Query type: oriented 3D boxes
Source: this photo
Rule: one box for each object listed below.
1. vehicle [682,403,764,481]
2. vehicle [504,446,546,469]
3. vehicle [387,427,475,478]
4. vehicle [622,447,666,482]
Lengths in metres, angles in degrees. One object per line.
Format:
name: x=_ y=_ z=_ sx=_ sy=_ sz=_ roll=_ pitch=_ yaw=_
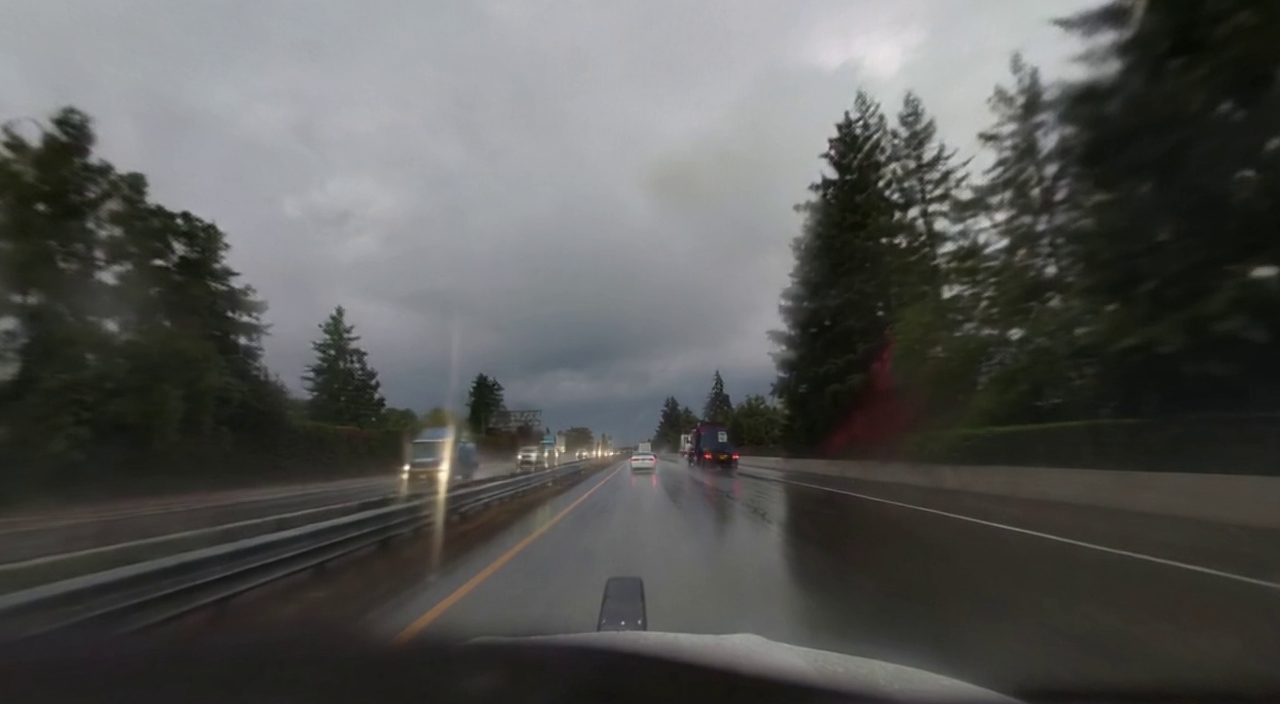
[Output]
vehicle: x=4.340 y=5.223 z=36.061 sx=2.885 sy=3.679 sz=12.102 roll=0 pitch=-9 yaw=-1
vehicle: x=-7.943 y=7.365 z=43.980 sx=2.039 sy=1.492 sz=4.464 roll=-1 pitch=-9 yaw=1
vehicle: x=-7.806 y=3.825 z=23.999 sx=1.952 sy=1.755 sz=4.079 roll=-1 pitch=-9 yaw=0
vehicle: x=0.181 y=5.218 z=29.517 sx=1.939 sy=1.495 sz=3.612 roll=-1 pitch=-9 yaw=0
